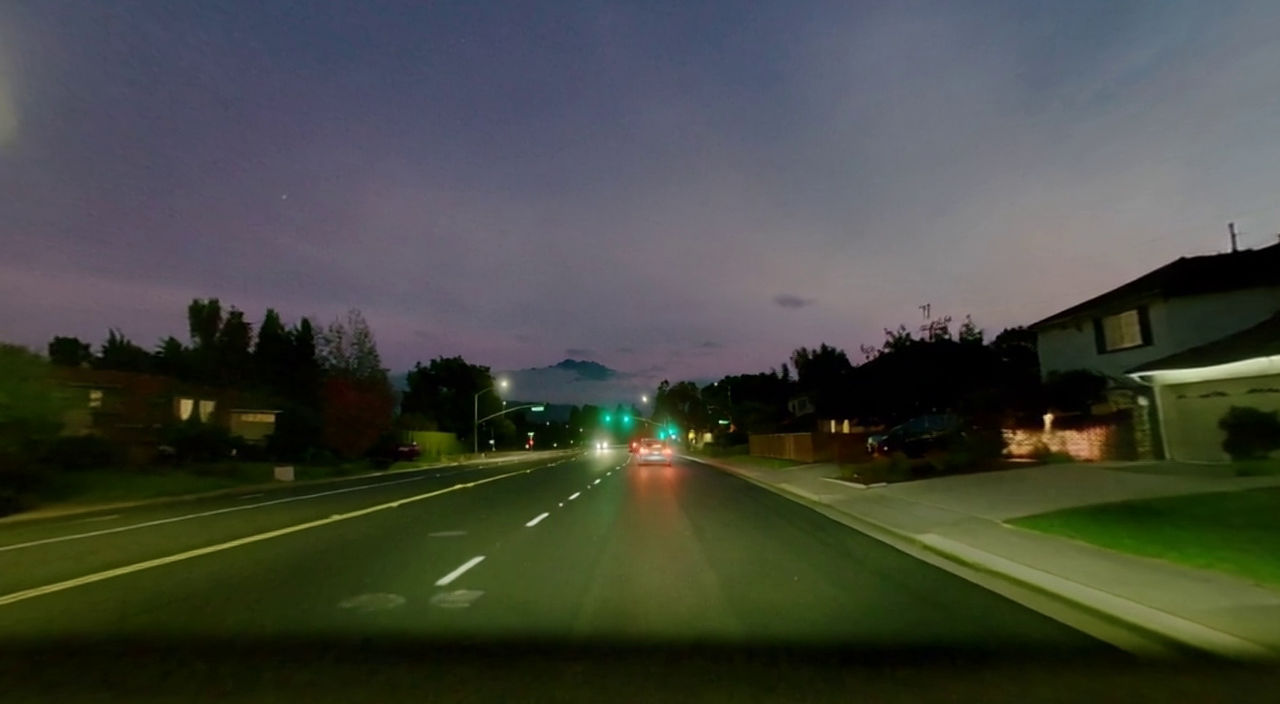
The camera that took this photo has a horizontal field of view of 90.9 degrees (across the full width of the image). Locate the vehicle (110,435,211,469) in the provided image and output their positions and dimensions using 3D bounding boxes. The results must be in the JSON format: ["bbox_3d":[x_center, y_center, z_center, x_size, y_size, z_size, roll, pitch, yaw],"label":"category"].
[{"bbox_3d":[-28.255,5.847,37.124,5.100,1.864,2.490,-4,-9,25],"label":"vehicle"}]

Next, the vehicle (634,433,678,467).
[{"bbox_3d":[0.793,4.920,31.683,2.088,1.607,3.903,0,-8,1],"label":"vehicle"}]

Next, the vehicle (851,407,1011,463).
[{"bbox_3d":[10.376,3.001,22.759,4.746,1.485,1.916,-5,-8,0],"label":"vehicle"}]
